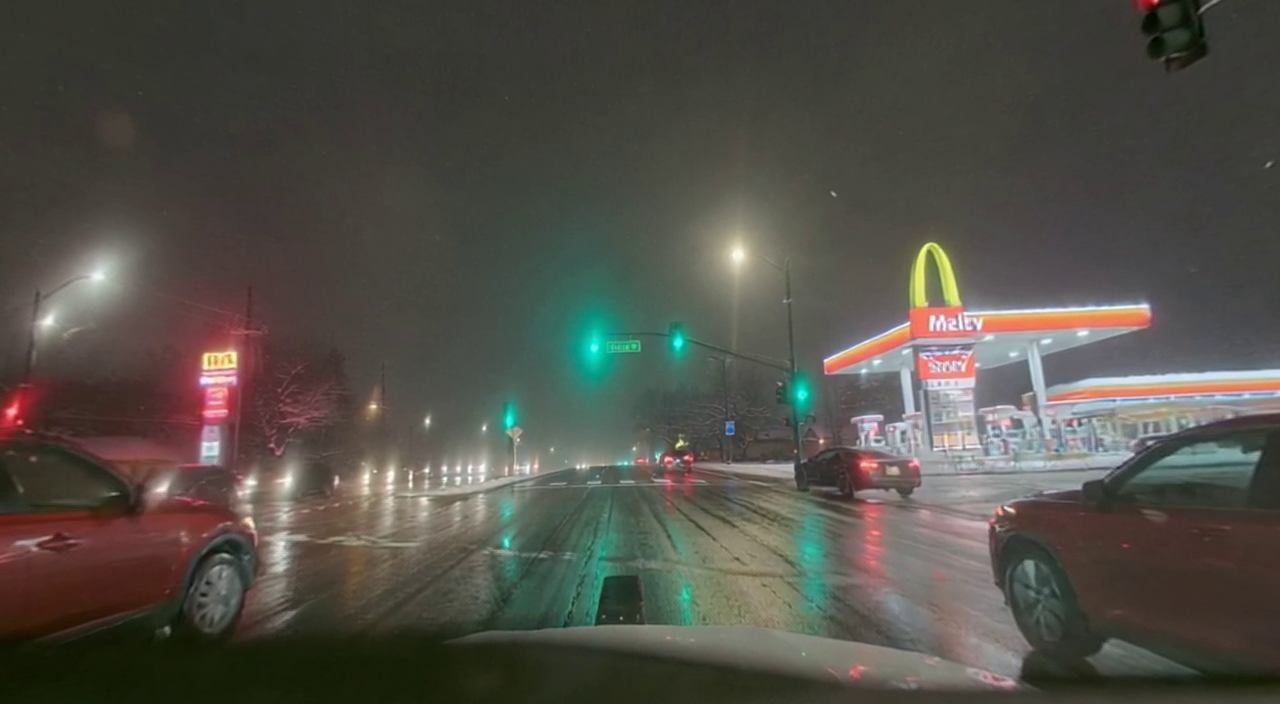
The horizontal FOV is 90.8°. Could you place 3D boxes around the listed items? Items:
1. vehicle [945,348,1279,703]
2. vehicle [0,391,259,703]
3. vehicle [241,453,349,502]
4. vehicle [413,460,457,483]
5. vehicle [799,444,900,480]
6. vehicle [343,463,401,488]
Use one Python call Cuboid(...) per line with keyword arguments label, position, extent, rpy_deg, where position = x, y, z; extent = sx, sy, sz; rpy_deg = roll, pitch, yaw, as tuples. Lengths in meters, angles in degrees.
Cuboid(label="vehicle", position=(3.333, 0.829, 2.334), extent=(2.085, 1.655, 4.459), rpy_deg=(0, -9, -1))
Cuboid(label="vehicle", position=(-3.691, 0.955, 2.472), extent=(1.935, 1.617, 4.045), rpy_deg=(0, -9, -2))
Cuboid(label="vehicle", position=(-14.992, 5.432, 27.841), extent=(2.087, 1.902, 4.848), rpy_deg=(0, -9, -1))
Cuboid(label="vehicle", position=(-15.265, 8.884, 47.250), extent=(1.751, 1.484, 4.561), rpy_deg=(0, -9, -1))
Cuboid(label="vehicle", position=(10.760, 5.643, 32.701), extent=(2.066, 1.699, 4.419), rpy_deg=(7, -11, -41))
Cuboid(label="vehicle", position=(-18.605, 8.590, 44.097), extent=(2.083, 1.466, 4.565), rpy_deg=(0, -9, -1))
